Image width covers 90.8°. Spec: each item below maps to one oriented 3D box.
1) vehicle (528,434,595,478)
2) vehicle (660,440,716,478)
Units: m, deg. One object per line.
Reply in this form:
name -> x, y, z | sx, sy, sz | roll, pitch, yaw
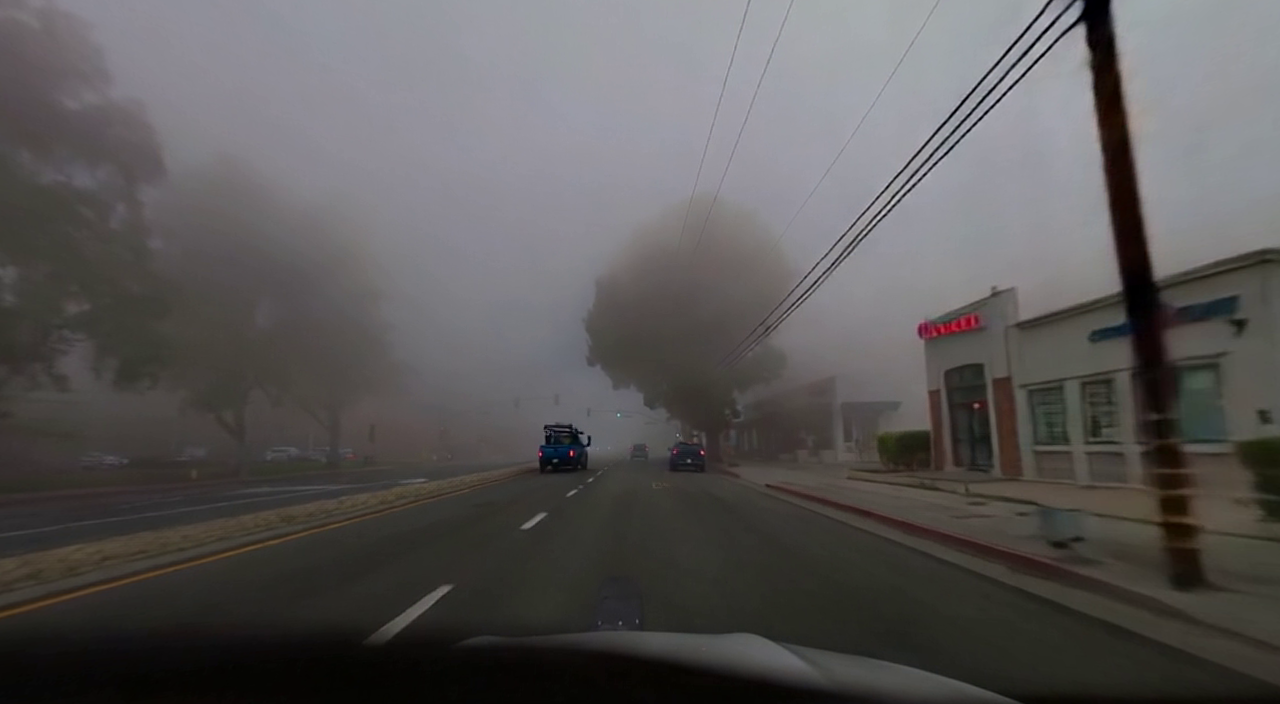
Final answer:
vehicle -> -3.373, 4.609, 28.328 | 2.464, 1.777, 5.128 | 0, -9, -2
vehicle -> 1.951, 4.548, 27.014 | 2.103, 1.487, 4.101 | 0, -9, 0
